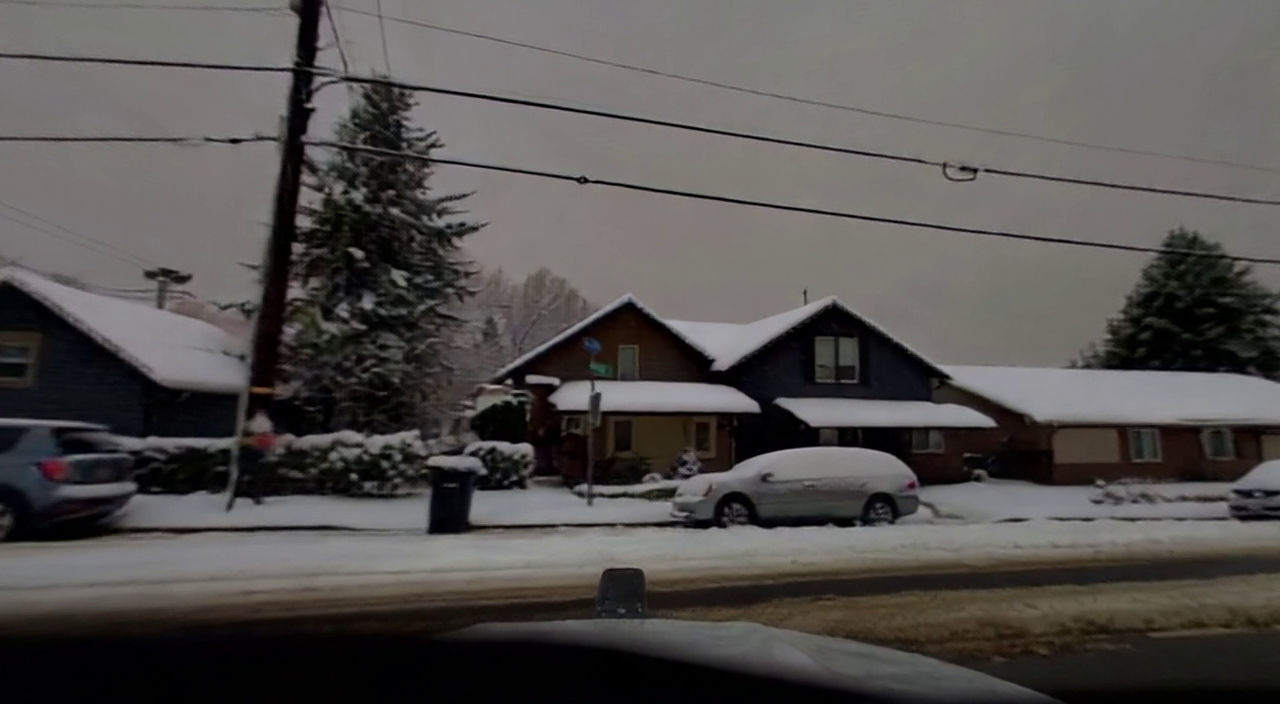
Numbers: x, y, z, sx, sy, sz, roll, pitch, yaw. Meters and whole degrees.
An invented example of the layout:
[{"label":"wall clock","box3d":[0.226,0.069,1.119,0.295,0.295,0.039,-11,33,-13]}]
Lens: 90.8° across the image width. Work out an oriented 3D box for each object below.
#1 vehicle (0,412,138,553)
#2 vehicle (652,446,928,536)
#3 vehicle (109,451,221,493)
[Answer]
[{"label":"vehicle","box3d":[-10.123,1.714,8.373,4.943,1.731,1.877,2,-10,-14]},{"label":"vehicle","box3d":[2.606,2.446,11.387,4.469,1.391,1.746,2,-11,-13]},{"label":"vehicle","box3d":[-17.970,4.530,24.160,1.847,1.418,3.946,2,-10,-12]}]
